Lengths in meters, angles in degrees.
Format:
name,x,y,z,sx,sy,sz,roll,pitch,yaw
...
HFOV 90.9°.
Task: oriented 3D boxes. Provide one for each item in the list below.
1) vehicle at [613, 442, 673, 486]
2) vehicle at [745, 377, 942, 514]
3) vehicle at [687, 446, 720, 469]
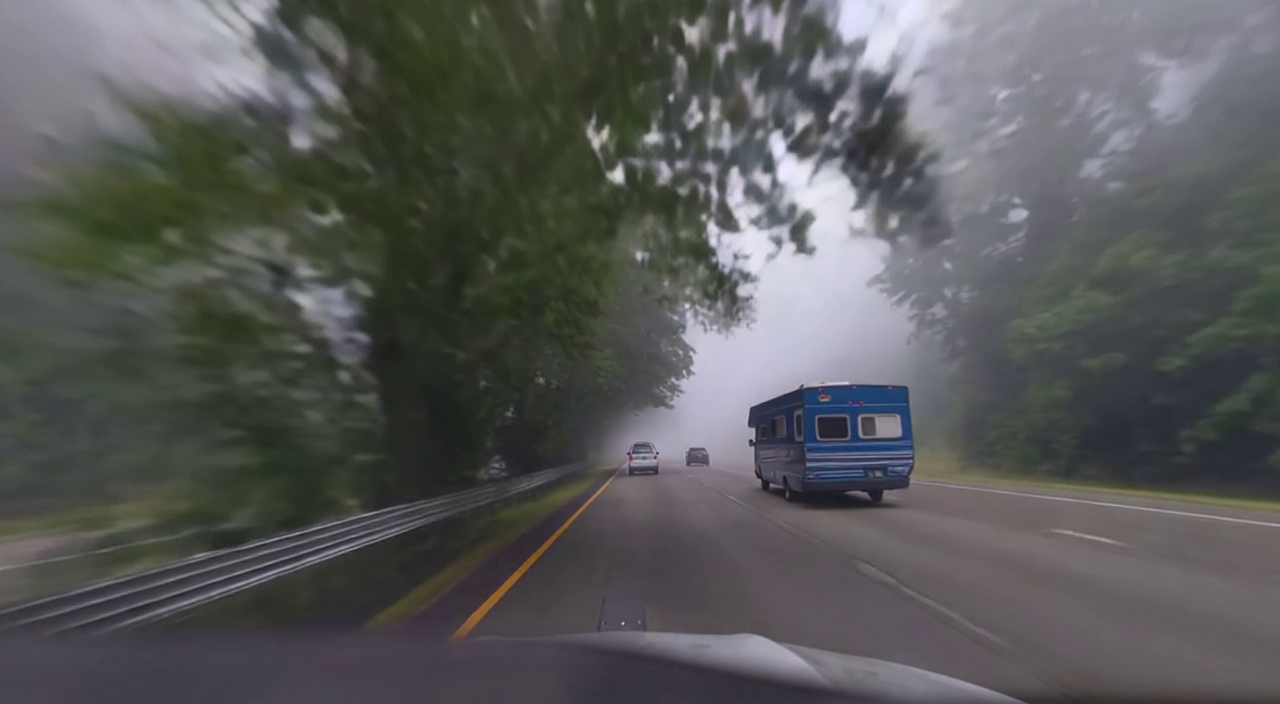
name,x,y,z,sx,sy,sz,roll,pitch,yaw
vehicle,0.069,4.314,24.534,2.120,1.575,4.018,0,-9,-1
vehicle,4.806,2.487,16.662,2.745,2.832,7.035,0,-9,-1
vehicle,4.193,7.061,42.118,1.757,1.459,3.398,0,-9,-1
